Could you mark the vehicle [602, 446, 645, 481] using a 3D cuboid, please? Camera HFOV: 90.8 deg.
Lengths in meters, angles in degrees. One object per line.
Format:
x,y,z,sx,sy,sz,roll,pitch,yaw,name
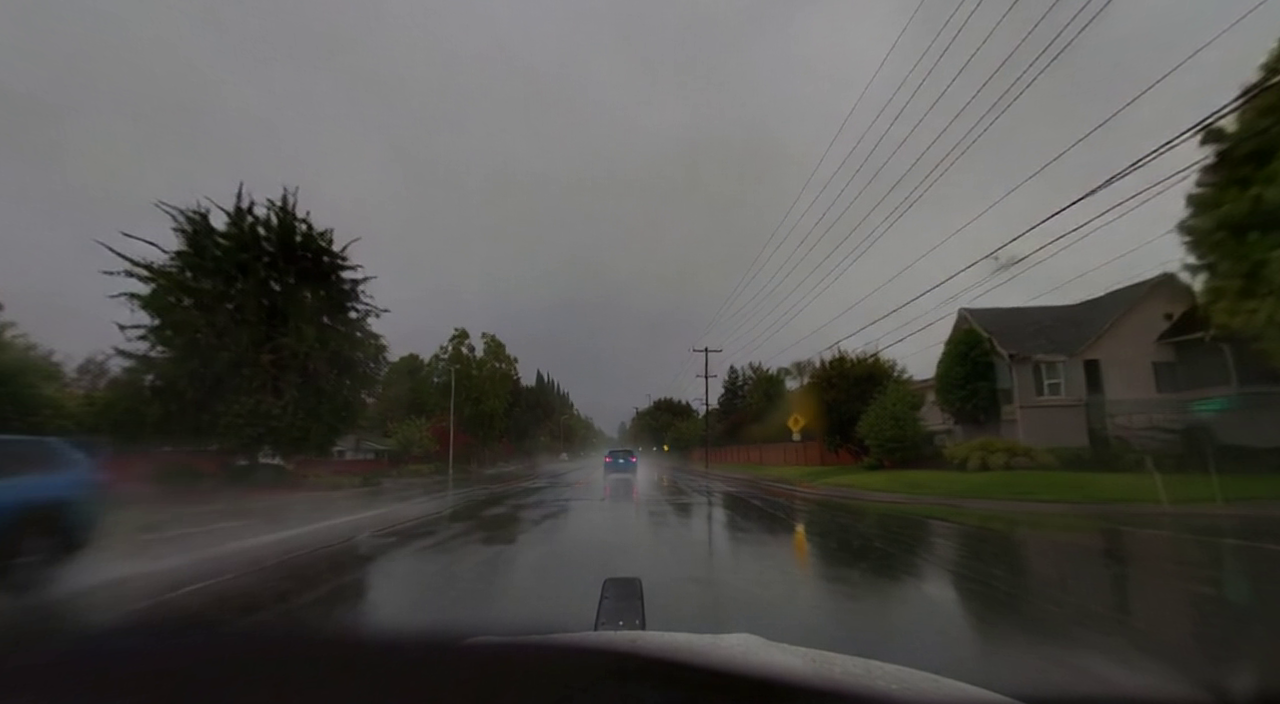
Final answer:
-0.894,5.768,33.062,2.139,1.699,3.916,0,-8,-2,vehicle
